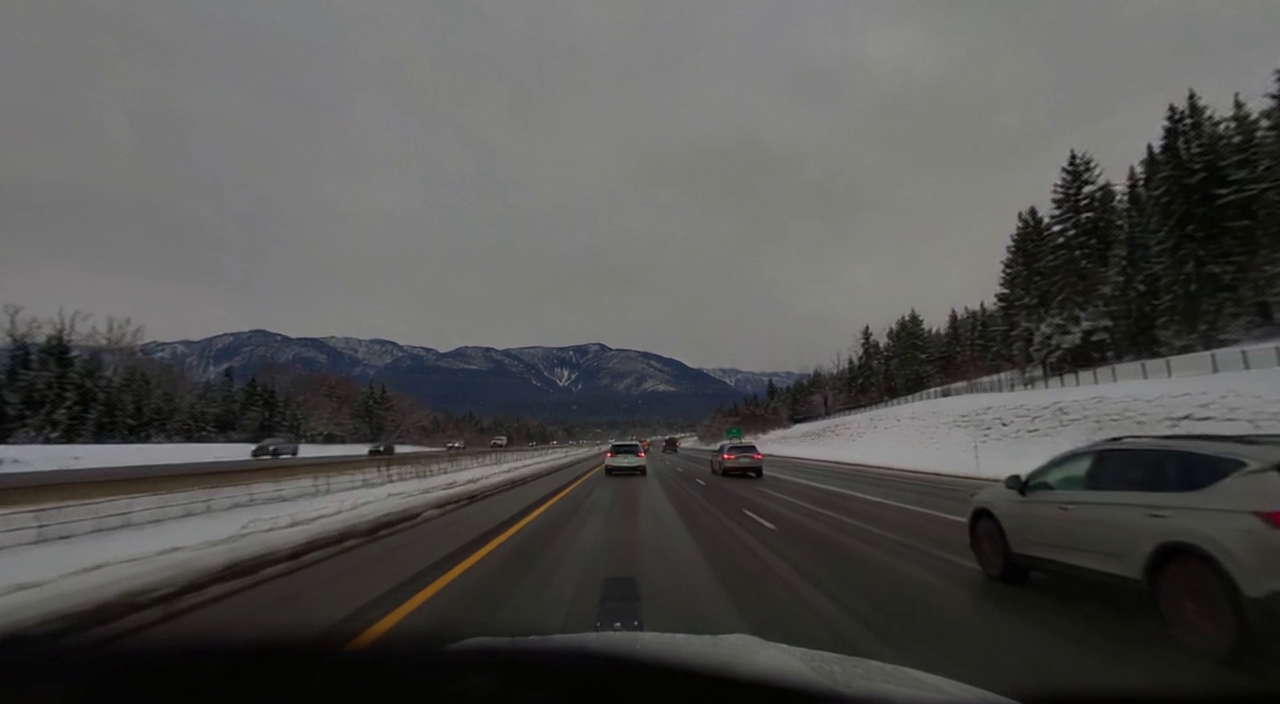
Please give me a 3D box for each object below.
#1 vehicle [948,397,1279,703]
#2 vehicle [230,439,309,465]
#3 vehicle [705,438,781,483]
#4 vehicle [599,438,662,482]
[{"bbox_3d":[3.896,1.080,3.689,1.949,1.493,4.272,0,-8,-1],"label":"vehicle"},{"bbox_3d":[-28.784,7.782,49.209,2.262,1.926,6.285,0,-8,0],"label":"vehicle"},{"bbox_3d":[3.629,3.909,22.949,1.957,1.447,4.241,0,-8,-2],"label":"vehicle"},{"bbox_3d":[-0.339,3.872,22.793,2.085,1.449,3.860,0,-8,0],"label":"vehicle"}]
